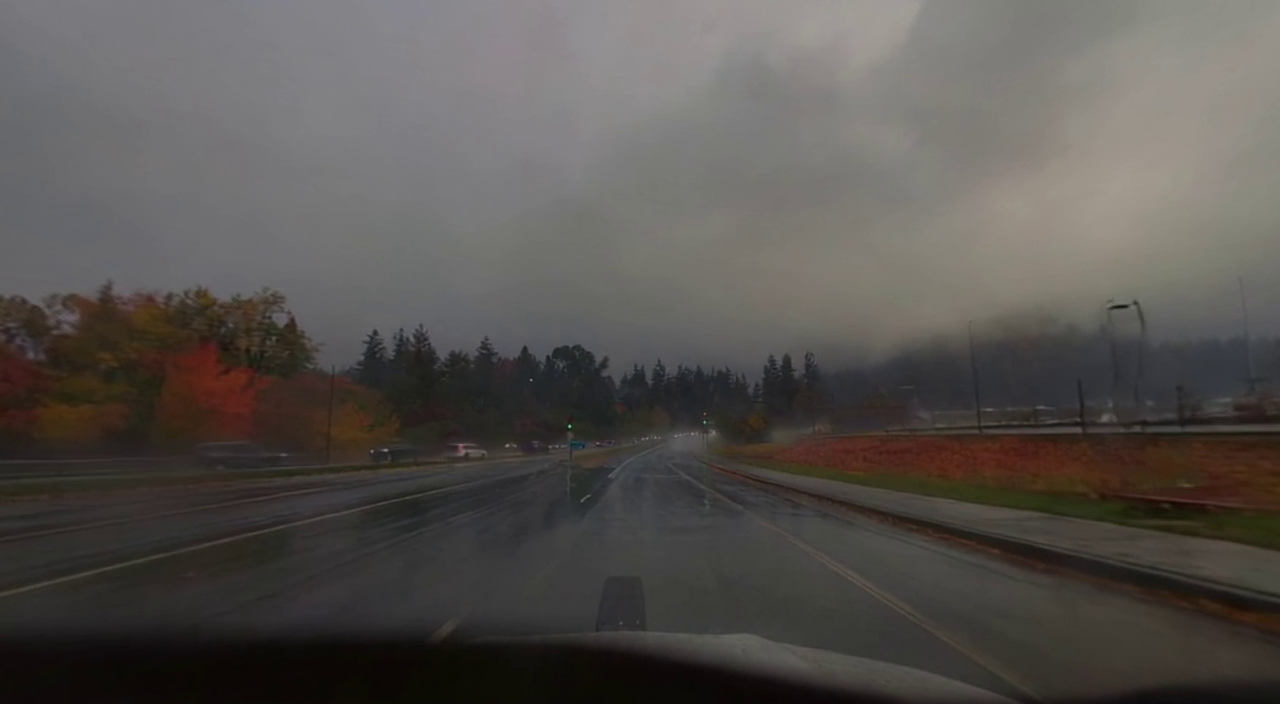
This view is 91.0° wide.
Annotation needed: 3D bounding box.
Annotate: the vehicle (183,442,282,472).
[{"bbox_3d":[-28.754,7.398,44.688,2.242,1.955,5.600,-3,-9,19],"label":"vehicle"}]
